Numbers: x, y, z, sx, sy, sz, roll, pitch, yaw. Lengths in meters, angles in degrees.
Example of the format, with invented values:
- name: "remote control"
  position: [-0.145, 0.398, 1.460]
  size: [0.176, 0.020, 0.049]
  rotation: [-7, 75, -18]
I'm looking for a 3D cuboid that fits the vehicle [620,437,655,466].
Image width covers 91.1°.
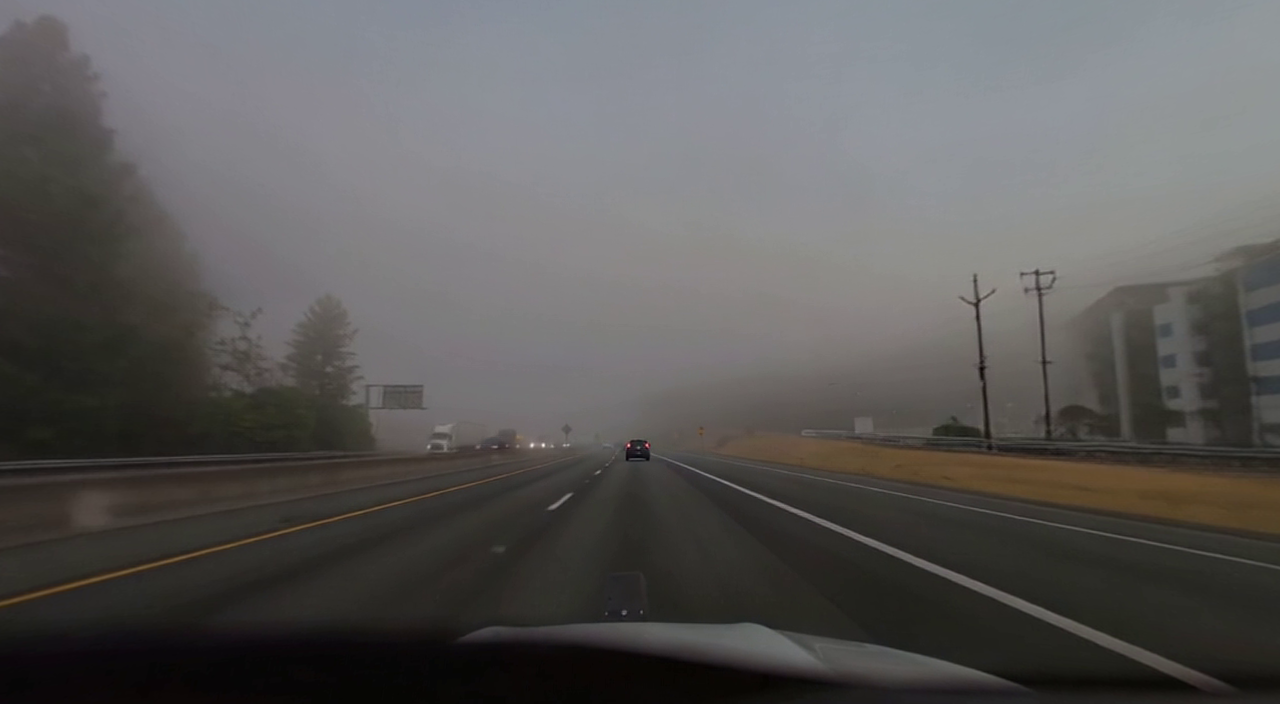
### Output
- name: "vehicle"
  position: [-0.184, 6.028, 38.322]
  size: [2.029, 1.666, 4.064]
  rotation: [0, -8, -1]
